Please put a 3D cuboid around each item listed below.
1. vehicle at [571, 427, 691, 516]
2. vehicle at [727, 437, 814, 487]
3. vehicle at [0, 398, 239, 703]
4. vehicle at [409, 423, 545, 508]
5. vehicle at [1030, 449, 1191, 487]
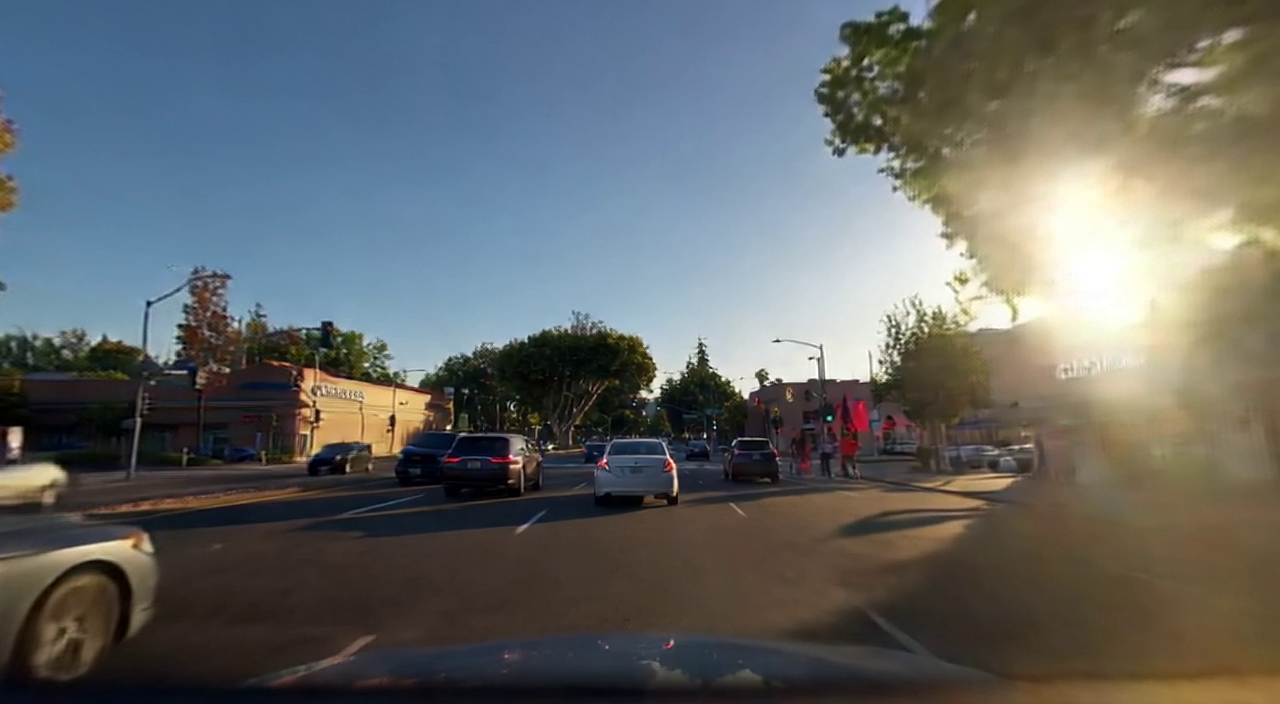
[{"bbox_3d":[-0.159,2.416,13.225,2.121,1.563,4.031,0,-8,0],"label":"vehicle"},{"bbox_3d":[4.238,3.647,21.233,1.979,1.485,4.207,0,-8,-1],"label":"vehicle"},{"bbox_3d":[-3.718,0.824,1.822,1.992,1.493,4.688,0,-8,1],"label":"vehicle"},{"bbox_3d":[-3.566,2.570,14.634,1.983,1.685,3.997,0,-8,1],"label":"vehicle"},{"bbox_3d":[18.894,4.655,25.504,4.795,1.457,1.986,-1,-8,4],"label":"vehicle"}]
